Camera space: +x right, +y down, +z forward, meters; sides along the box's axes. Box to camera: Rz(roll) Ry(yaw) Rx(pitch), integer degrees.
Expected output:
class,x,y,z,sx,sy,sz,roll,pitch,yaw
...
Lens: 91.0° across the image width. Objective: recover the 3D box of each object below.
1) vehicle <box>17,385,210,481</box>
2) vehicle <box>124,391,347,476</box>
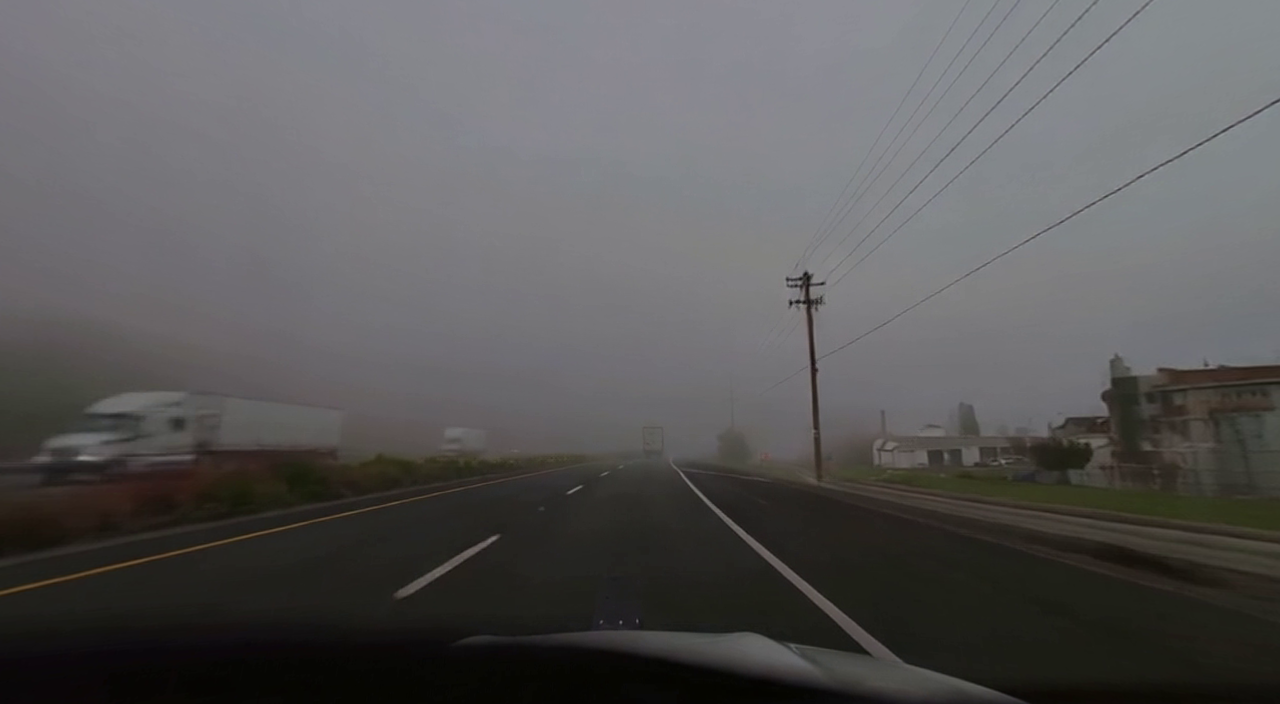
class,x,y,z,sx,sy,sz,roll,pitch,yaw
vehicle,-24.076,3.866,29.435,2.983,3.913,6.652,-1,-9,1
vehicle,-23.846,5.266,39.340,2.946,4.200,16.128,-1,-9,1
